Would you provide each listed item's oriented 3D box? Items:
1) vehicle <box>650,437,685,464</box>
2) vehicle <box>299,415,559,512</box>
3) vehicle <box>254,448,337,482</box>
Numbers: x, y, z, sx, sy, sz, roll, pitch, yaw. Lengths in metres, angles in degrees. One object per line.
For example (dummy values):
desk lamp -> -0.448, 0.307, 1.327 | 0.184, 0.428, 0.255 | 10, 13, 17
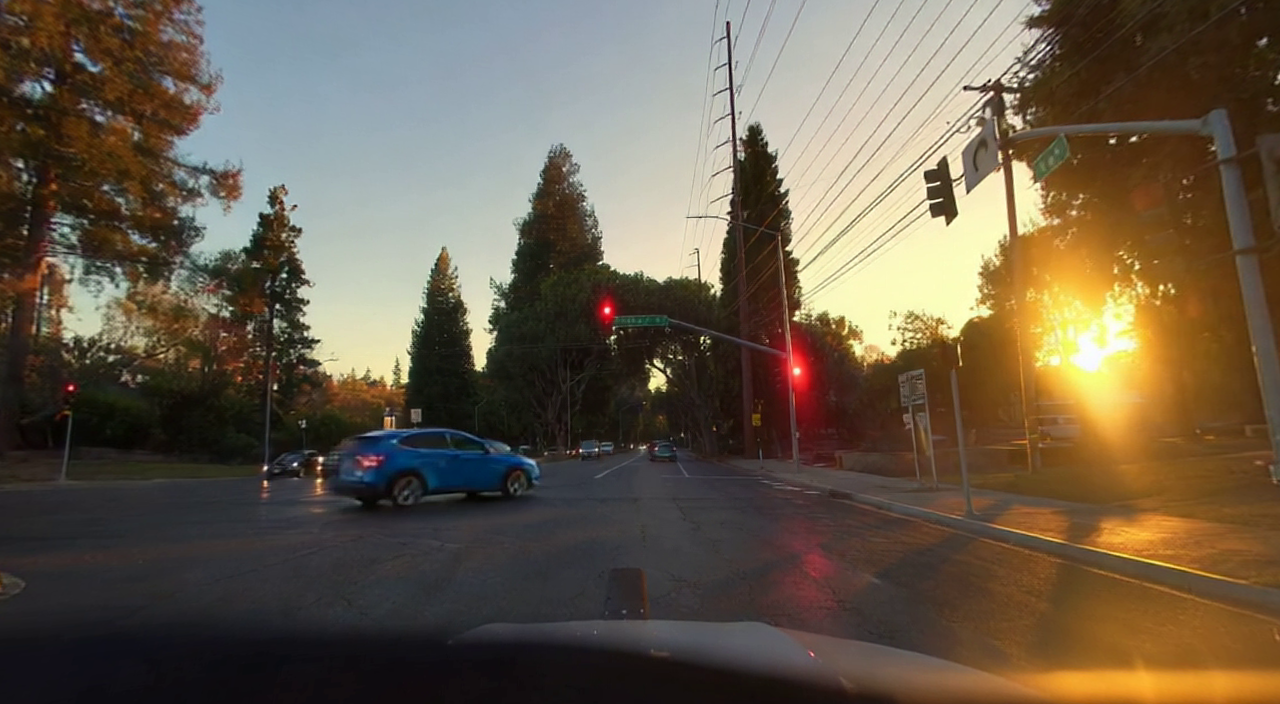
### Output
vehicle -> 1.809, 6.673, 42.631 | 2.051, 1.666, 4.607 | 0, -8, -1
vehicle -> -5.030, 2.740, 15.994 | 2.137, 1.986, 5.930 | -7, -11, 40
vehicle -> -17.130, 5.627, 31.430 | 1.942, 1.477, 3.957 | -4, -9, 0
